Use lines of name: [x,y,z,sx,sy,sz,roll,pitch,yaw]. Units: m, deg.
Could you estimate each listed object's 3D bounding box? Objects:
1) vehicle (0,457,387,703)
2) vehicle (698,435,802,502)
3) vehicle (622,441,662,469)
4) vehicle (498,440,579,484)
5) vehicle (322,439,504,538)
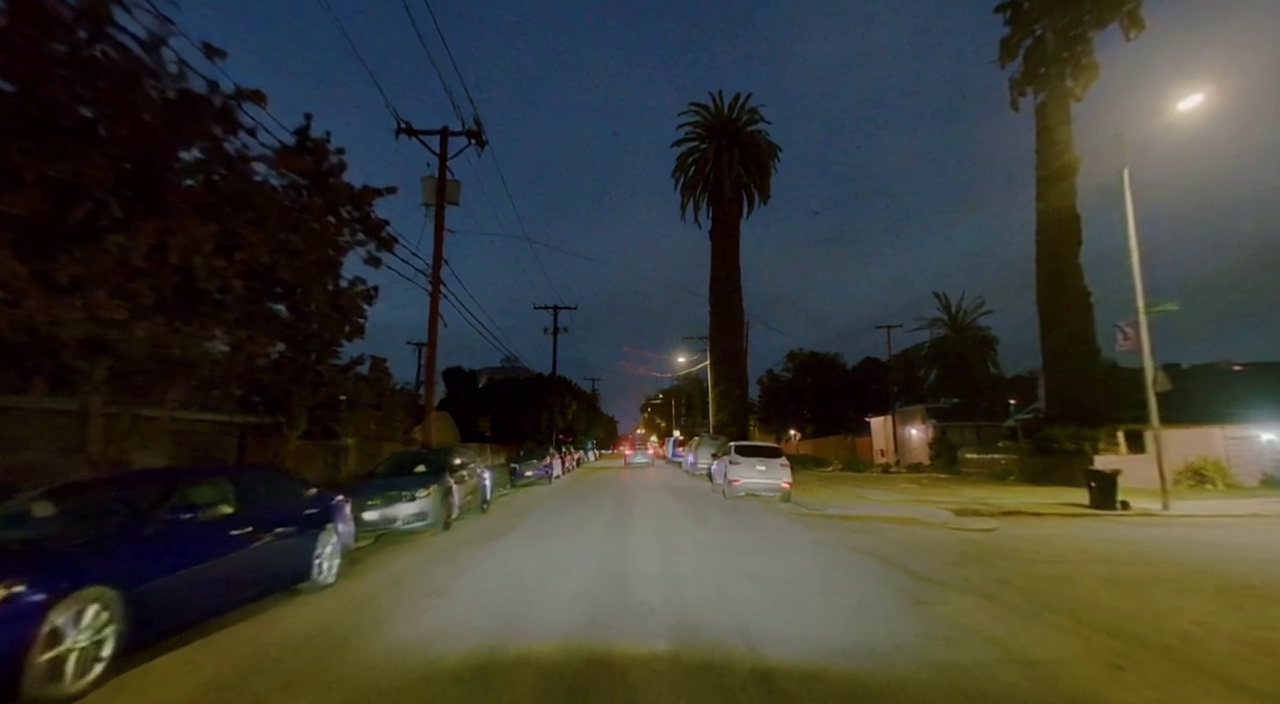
vehicle: [-4.107,1.608,5.261,1.875,1.389,5.094,-1,-9,0]
vehicle: [2.921,3.251,17.941,2.060,1.614,4.652,0,-9,-1]
vehicle: [0.037,5.974,36.862,2.081,1.483,4.599,0,-9,-3]
vehicle: [-3.938,4.423,25.656,2.130,1.543,5.386,-1,-9,3]
vehicle: [-4.185,2.591,12.689,1.769,1.551,5.040,-1,-9,0]
